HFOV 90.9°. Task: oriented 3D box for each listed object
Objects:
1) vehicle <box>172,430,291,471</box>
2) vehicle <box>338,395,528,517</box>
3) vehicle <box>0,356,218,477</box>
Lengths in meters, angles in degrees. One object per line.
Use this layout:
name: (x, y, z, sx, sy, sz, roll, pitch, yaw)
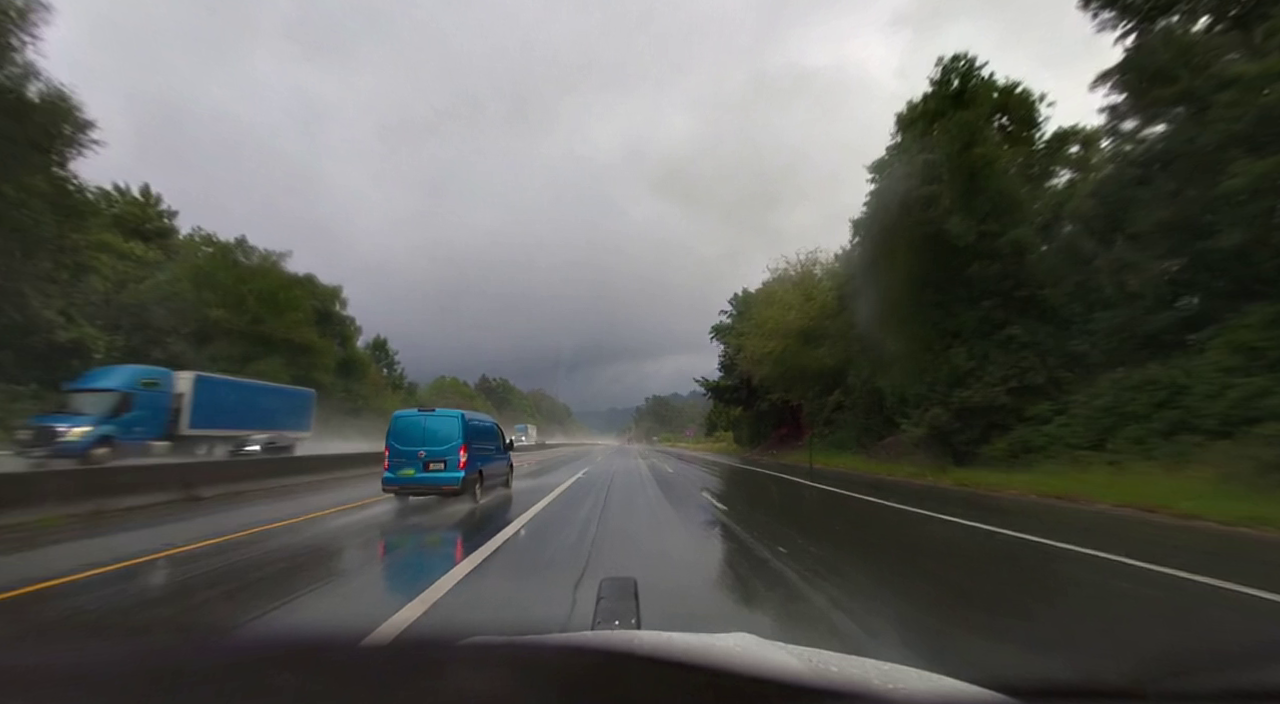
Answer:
vehicle: (-15.982, 3.875, 24.999, 1.833, 1.463, 4.463, 0, -8, -2)
vehicle: (-3.847, 2.038, 12.833, 2.297, 2.011, 4.736, 0, -8, -1)
vehicle: (-19.611, 2.514, 23.895, 2.967, 4.021, 5.937, 0, -8, -1)
